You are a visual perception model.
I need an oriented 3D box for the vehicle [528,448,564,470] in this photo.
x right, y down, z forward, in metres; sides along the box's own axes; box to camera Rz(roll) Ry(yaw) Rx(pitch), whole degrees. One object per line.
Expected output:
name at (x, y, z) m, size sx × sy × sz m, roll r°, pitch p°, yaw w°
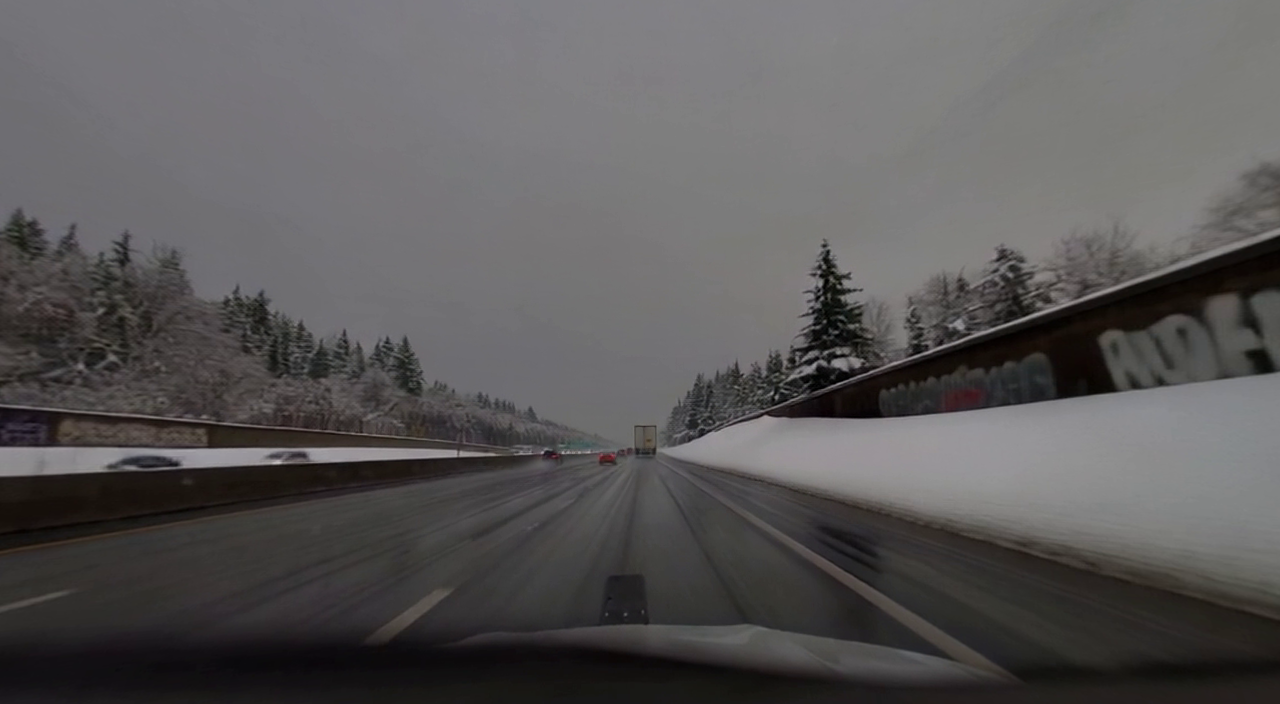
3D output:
vehicle at (-6.556, 7.497, 44.339) m, size 2.027 × 1.431 × 3.033 m, roll 0°, pitch -9°, yaw 1°

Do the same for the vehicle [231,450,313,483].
vehicle at (-22.031, 6.838, 37.941) m, size 1.991 × 1.806 × 4.811 m, roll 0°, pitch -9°, yaw 0°
